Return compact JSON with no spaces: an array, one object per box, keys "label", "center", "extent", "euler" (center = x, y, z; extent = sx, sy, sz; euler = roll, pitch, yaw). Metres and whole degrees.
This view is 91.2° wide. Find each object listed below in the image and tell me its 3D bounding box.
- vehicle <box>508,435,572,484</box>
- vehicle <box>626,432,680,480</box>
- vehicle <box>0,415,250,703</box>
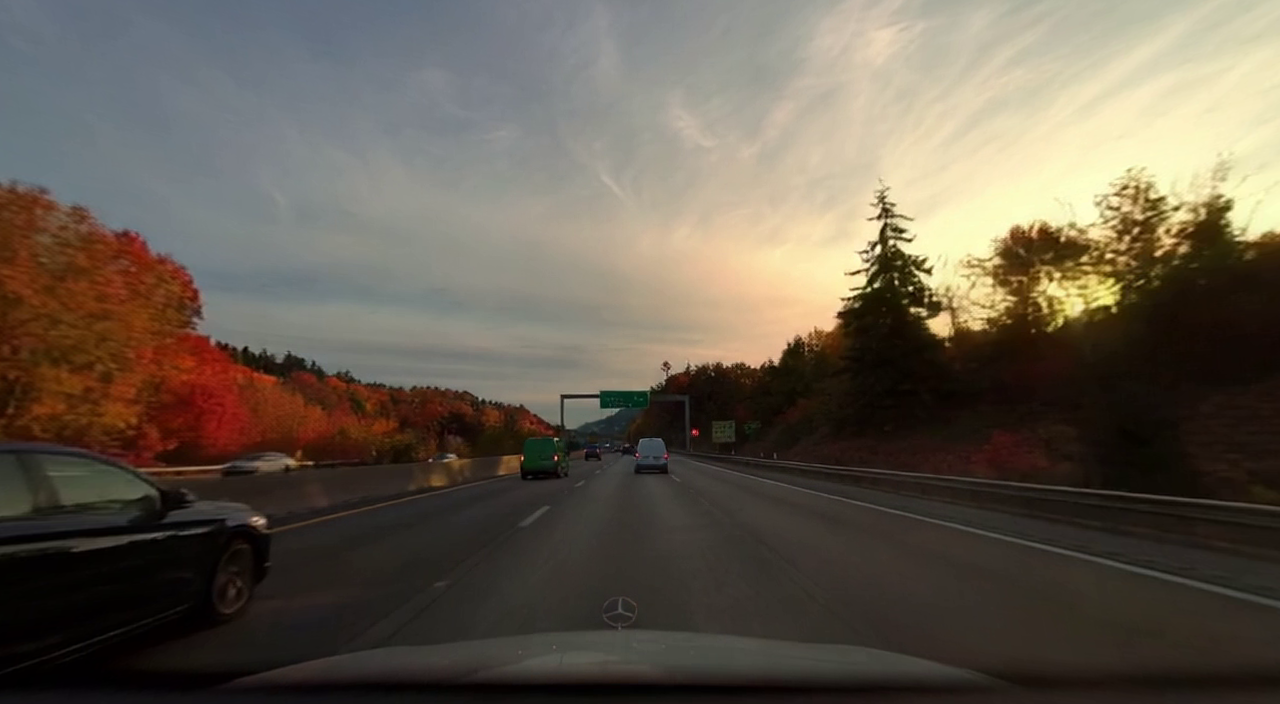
[{"label":"vehicle","center":[-3.998,4.381,25.731],"extent":[2.021,1.790,3.907],"euler":[0,-9,0]},{"label":"vehicle","center":[0.511,4.644,28.041],"extent":[2.179,1.930,4.538],"euler":[0,-9,-1]},{"label":"vehicle","center":[-3.845,0.952,2.192],"extent":[2.020,1.496,4.552],"euler":[0,-9,0]}]
